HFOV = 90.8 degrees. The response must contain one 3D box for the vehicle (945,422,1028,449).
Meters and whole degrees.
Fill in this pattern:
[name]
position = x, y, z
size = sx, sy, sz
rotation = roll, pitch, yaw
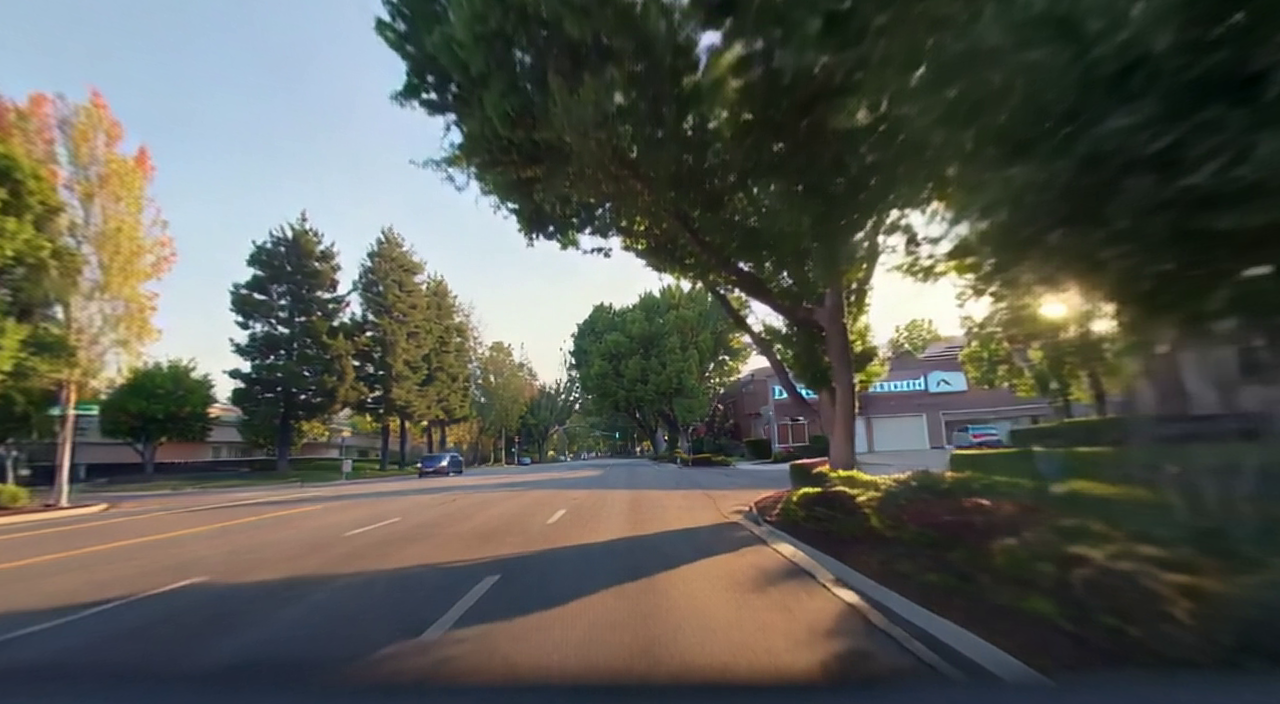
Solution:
[vehicle]
position = 21.606, 5.296, 39.706
size = 2.028, 1.584, 4.971
rotation = 1, -9, -5
